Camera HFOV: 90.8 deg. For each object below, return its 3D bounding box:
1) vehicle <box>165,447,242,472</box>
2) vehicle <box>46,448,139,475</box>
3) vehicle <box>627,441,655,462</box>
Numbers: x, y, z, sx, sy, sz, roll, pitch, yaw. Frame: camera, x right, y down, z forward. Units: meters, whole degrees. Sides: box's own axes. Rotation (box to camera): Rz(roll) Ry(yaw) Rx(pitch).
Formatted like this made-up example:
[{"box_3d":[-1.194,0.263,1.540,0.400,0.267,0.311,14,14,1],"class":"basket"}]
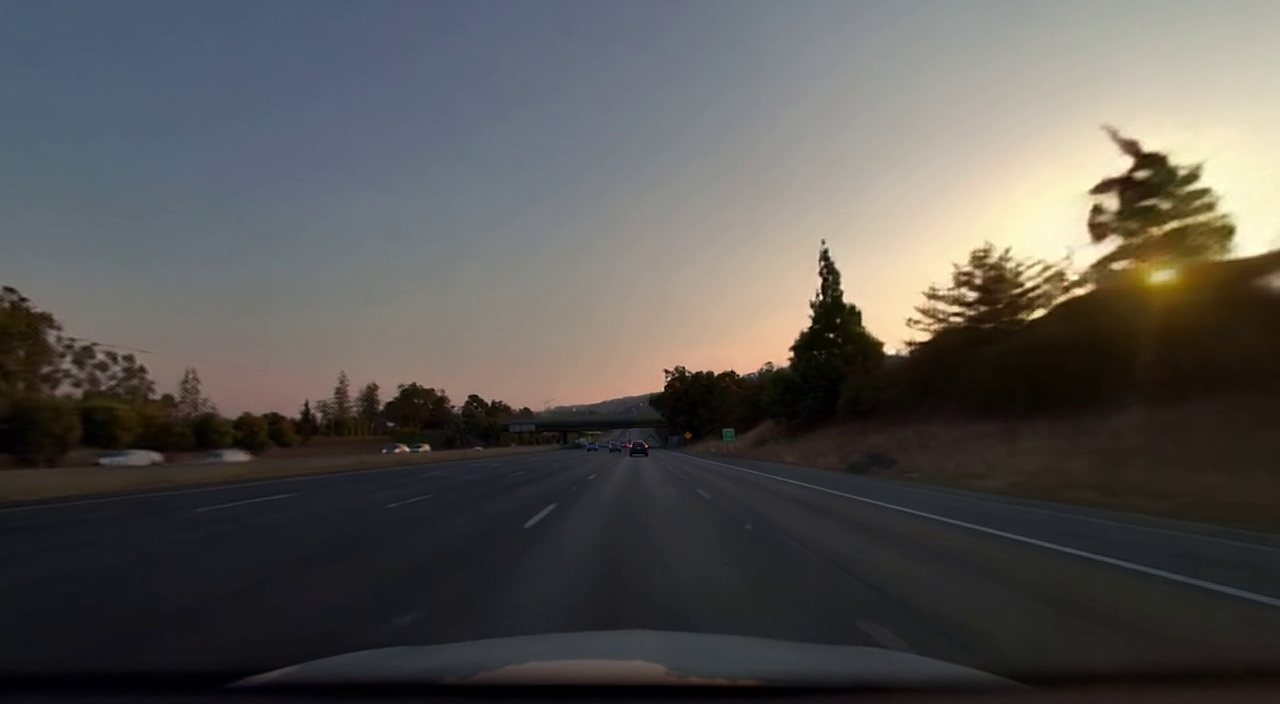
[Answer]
[{"box_3d":[-28.578,7.016,41.544,1.821,1.487,4.522,0,-8,0],"class":"vehicle"},{"box_3d":[-35.871,7.173,41.521,1.915,1.595,4.665,0,-8,0],"class":"vehicle"},{"box_3d":[0.018,7.508,47.916,2.021,1.528,4.154,0,-8,-1],"class":"vehicle"}]
